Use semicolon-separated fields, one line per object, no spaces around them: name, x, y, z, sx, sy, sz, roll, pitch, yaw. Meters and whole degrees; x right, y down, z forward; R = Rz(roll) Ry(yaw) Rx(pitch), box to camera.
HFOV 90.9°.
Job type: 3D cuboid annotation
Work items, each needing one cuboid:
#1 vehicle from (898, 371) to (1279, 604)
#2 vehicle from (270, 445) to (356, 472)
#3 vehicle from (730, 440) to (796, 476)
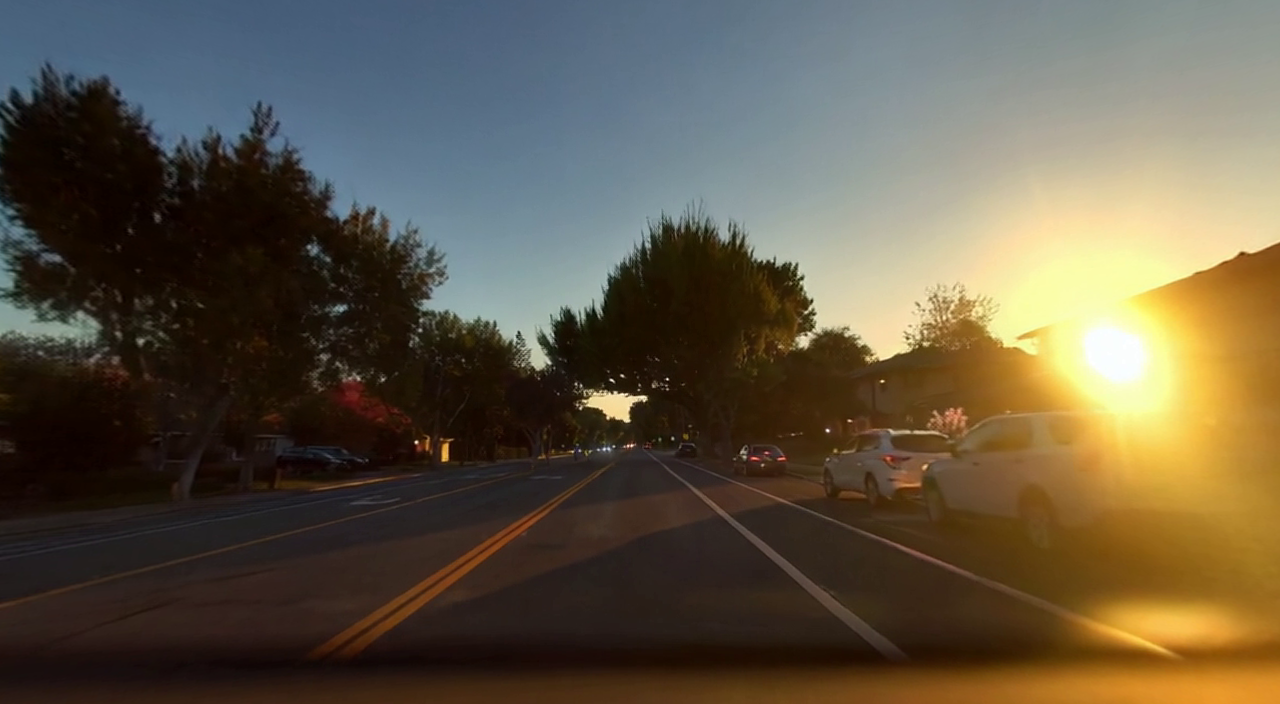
vehicle;5.025;1.381;7.251;2.160;1.800;4.646;0;-8;1
vehicle;-21.764;7.116;42.109;4.610;1.721;2.019;0;-8;-2
vehicle;5.419;4.731;28.373;1.935;1.453;4.488;0;-8;-2
